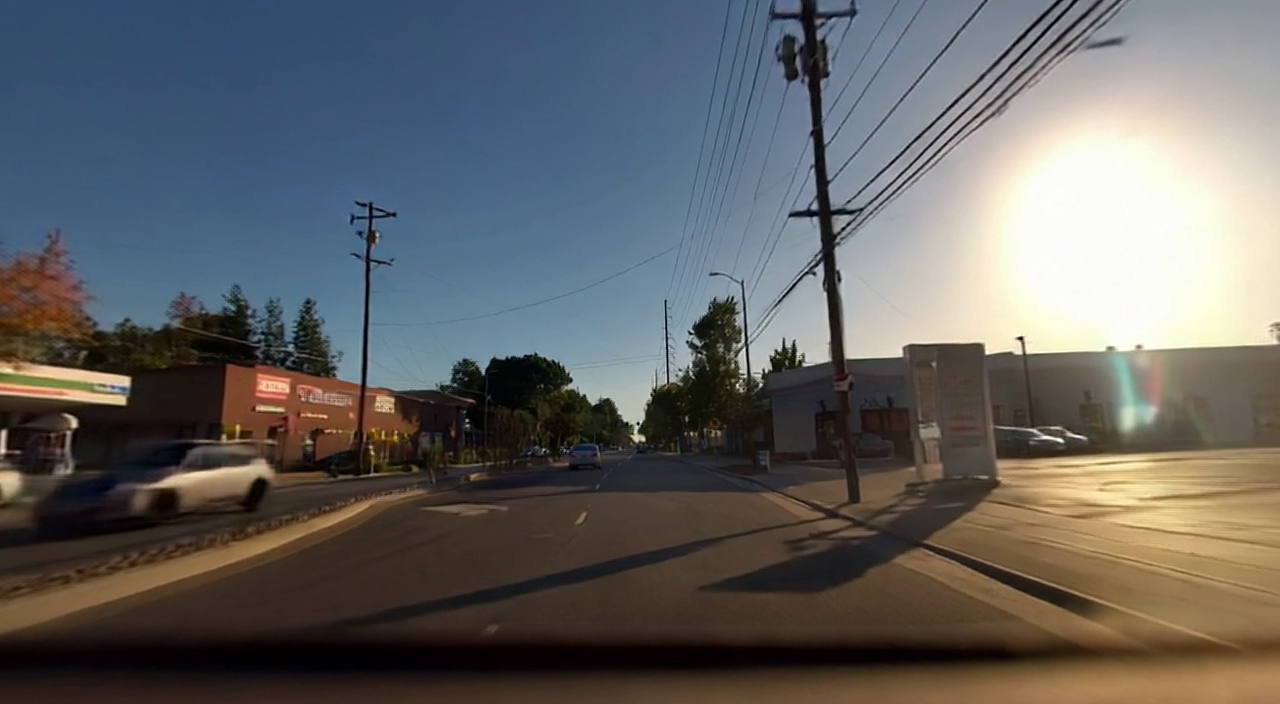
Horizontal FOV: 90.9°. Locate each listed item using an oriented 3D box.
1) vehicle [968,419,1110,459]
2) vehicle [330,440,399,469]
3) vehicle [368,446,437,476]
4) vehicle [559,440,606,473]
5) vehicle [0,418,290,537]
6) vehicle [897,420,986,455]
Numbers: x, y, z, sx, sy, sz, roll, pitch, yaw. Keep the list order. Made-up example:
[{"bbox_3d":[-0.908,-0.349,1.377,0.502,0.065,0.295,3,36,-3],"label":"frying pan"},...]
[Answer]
[{"bbox_3d":[17.841,3.910,28.379,4.943,1.646,2.072,0,-8,-1],"label":"vehicle"},{"bbox_3d":[-21.296,7.885,48.651,5.575,2.142,1.996,-6,-9,33],"label":"vehicle"},{"bbox_3d":[-13.696,6.290,36.638,2.091,1.538,4.451,-1,-8,3],"label":"vehicle"},{"bbox_3d":[-2.903,5.346,32.539,2.073,1.525,3.968,0,-8,0],"label":"vehicle"},{"bbox_3d":[-10.448,2.581,13.789,2.437,2.069,5.159,-1,-8,3],"label":"vehicle"},{"bbox_3d":[18.178,5.173,38.332,2.020,1.972,4.983,2,-7,-16],"label":"vehicle"}]
